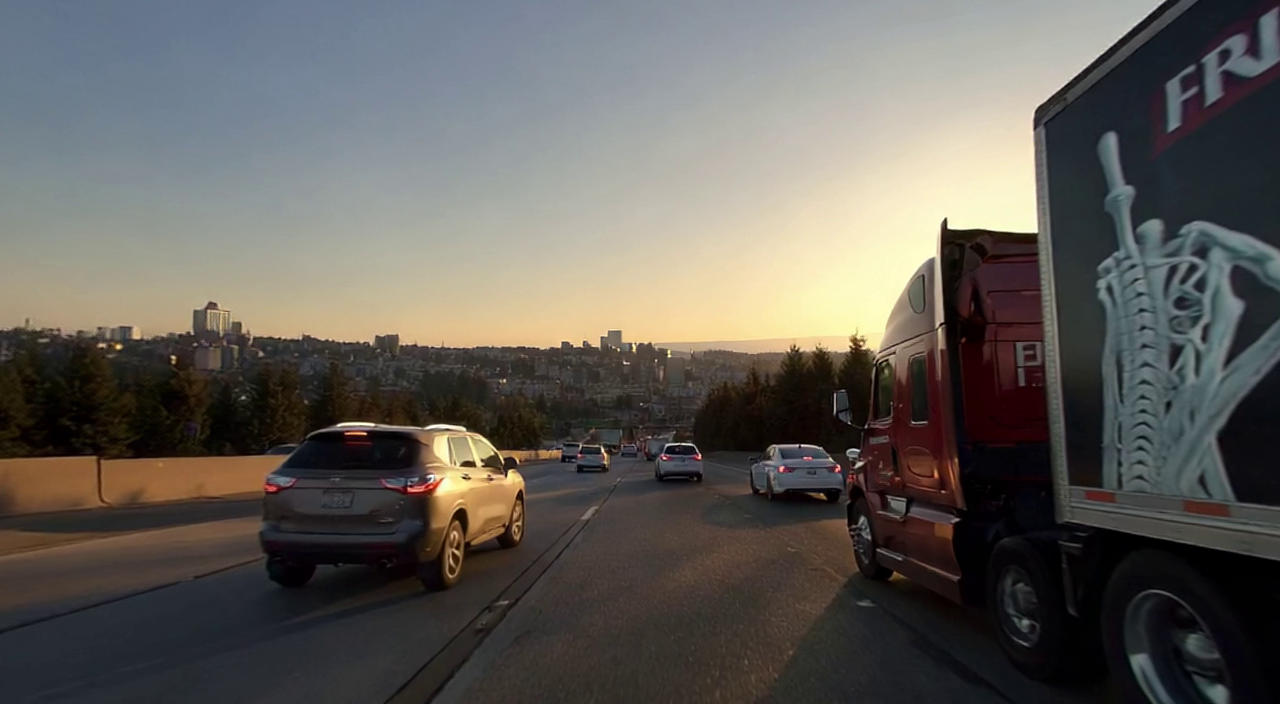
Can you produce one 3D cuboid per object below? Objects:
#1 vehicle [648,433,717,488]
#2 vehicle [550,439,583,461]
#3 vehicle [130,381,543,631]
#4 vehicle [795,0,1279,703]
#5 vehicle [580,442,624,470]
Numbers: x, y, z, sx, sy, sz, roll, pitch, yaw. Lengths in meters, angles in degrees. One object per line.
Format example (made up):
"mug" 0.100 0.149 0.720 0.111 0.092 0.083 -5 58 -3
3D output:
"vehicle" 1.390 3.755 22.136 2.156 1.701 4.494 -1 -8 1
"vehicle" -5.606 7.570 48.785 1.915 1.605 4.485 -1 -8 2
"vehicle" -2.584 1.465 6.990 2.153 1.805 4.631 -1 -8 2
"vehicle" 3.501 0.327 3.728 2.987 3.212 9.311 -1 -8 1
"vehicle" -2.045 5.722 34.890 2.036 1.441 4.253 -1 -8 2
